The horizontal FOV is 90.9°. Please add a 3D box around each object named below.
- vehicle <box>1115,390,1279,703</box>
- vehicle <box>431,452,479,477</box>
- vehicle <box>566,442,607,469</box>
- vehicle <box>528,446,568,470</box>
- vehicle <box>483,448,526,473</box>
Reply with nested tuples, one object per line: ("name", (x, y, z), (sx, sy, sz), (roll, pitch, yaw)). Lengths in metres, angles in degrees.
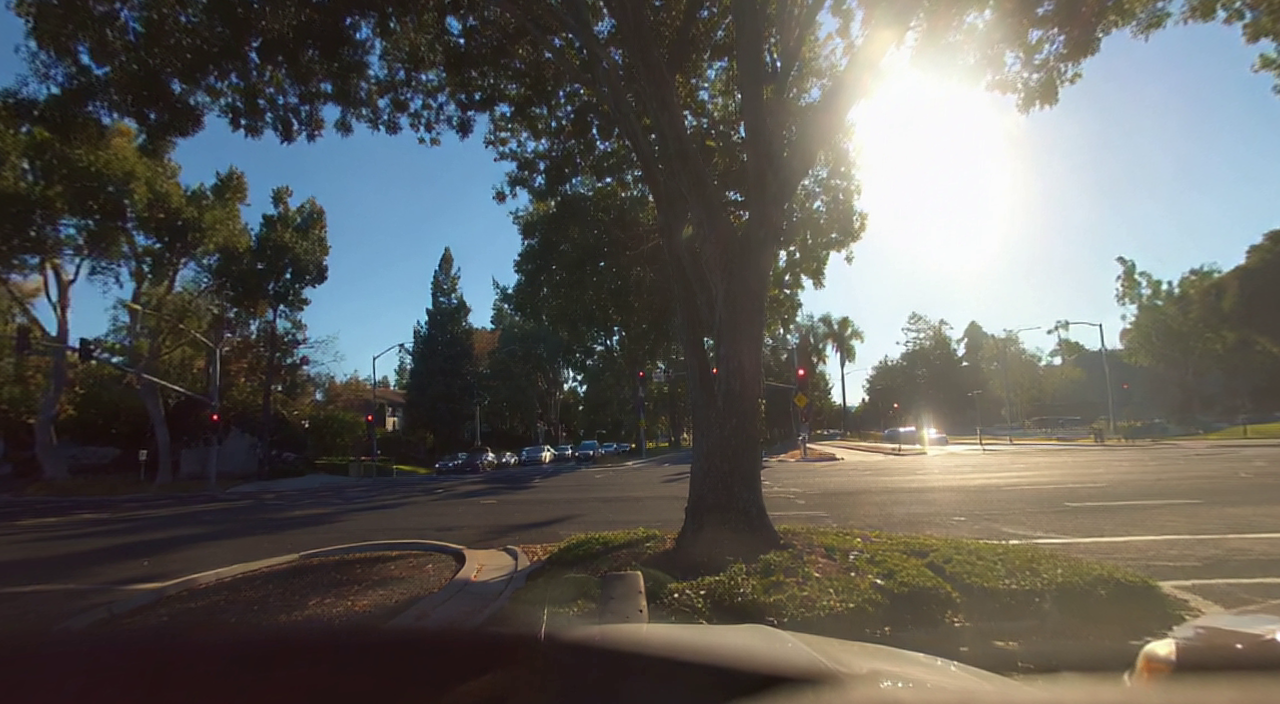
("vehicle", (3.056, 0.616, 0.438), (1.978, 1.468, 4.544), (0, -9, 1))
("vehicle", (-13.427, 8.169, 45.984), (2.101, 1.637, 4.304), (0, -9, 1))
("vehicle", (-3.608, 7.122, 43.501), (2.215, 1.732, 4.684), (-1, -9, 3))
("vehicle", (-6.584, 7.618, 45.508), (2.126, 1.657, 4.307), (-1, -9, 2))
("vehicle", (-9.805, 7.845, 45.934), (2.064, 1.725, 4.243), (0, -9, 1))
